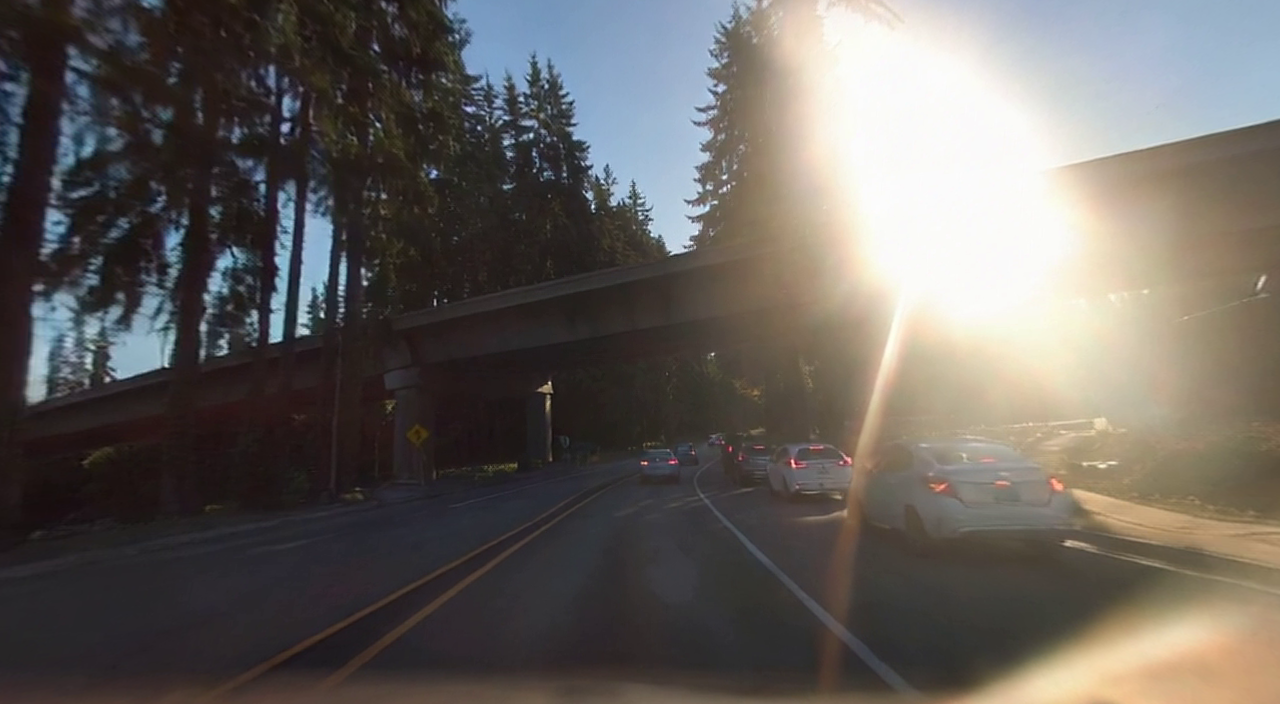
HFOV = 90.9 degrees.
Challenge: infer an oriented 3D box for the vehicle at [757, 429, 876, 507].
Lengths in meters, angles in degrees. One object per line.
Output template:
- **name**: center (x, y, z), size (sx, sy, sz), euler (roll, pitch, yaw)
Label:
- **vehicle**: center (4.417, 2.981, 16.566), size (1.947, 1.745, 4.452), euler (-1, -9, 2)

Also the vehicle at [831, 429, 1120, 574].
- **vehicle**: center (4.176, 1.895, 8.697), size (1.911, 1.525, 3.755), euler (-1, -9, 1)

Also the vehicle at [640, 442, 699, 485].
- **vehicle**: center (1.220, 4.253, 24.288), size (2.078, 1.506, 4.058), euler (-1, -9, 5)
